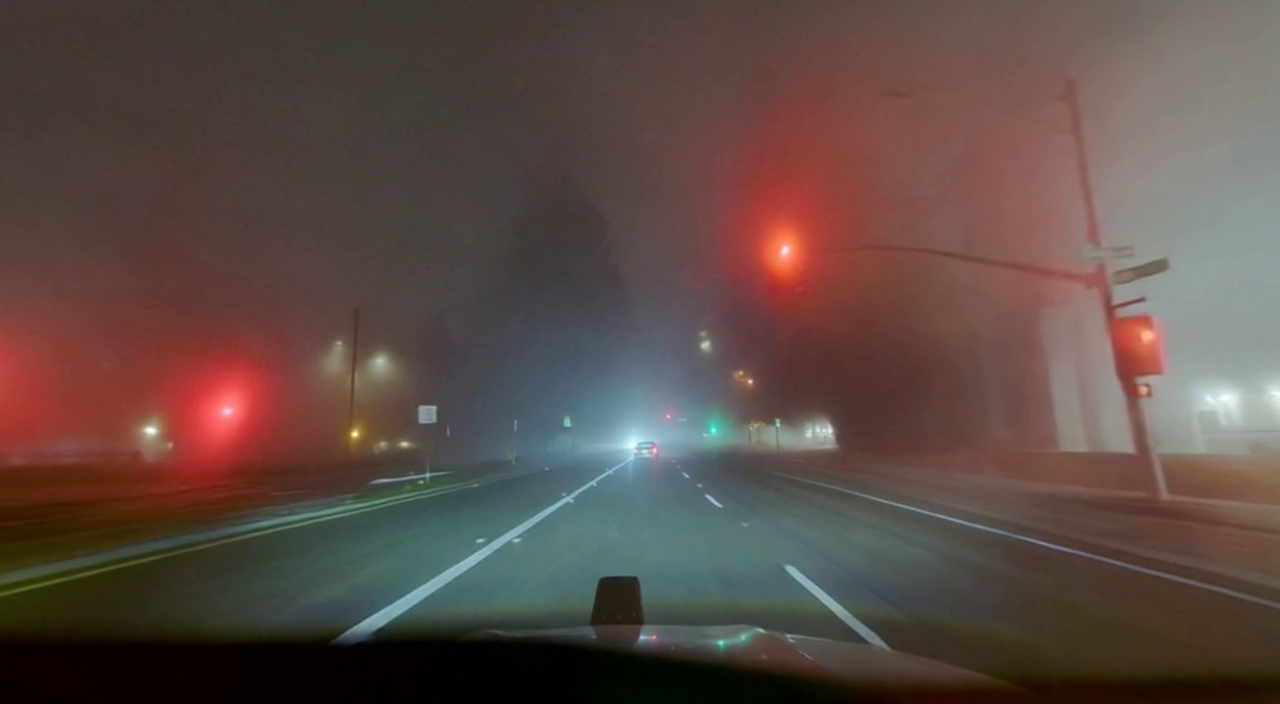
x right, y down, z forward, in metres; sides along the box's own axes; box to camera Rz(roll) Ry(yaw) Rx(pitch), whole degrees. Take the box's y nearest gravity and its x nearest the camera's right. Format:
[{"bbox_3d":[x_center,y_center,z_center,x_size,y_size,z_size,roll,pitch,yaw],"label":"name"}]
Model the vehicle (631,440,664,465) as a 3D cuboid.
[{"bbox_3d":[0.517,6.540,41.259,2.037,1.568,3.693,0,-9,2],"label":"vehicle"}]
